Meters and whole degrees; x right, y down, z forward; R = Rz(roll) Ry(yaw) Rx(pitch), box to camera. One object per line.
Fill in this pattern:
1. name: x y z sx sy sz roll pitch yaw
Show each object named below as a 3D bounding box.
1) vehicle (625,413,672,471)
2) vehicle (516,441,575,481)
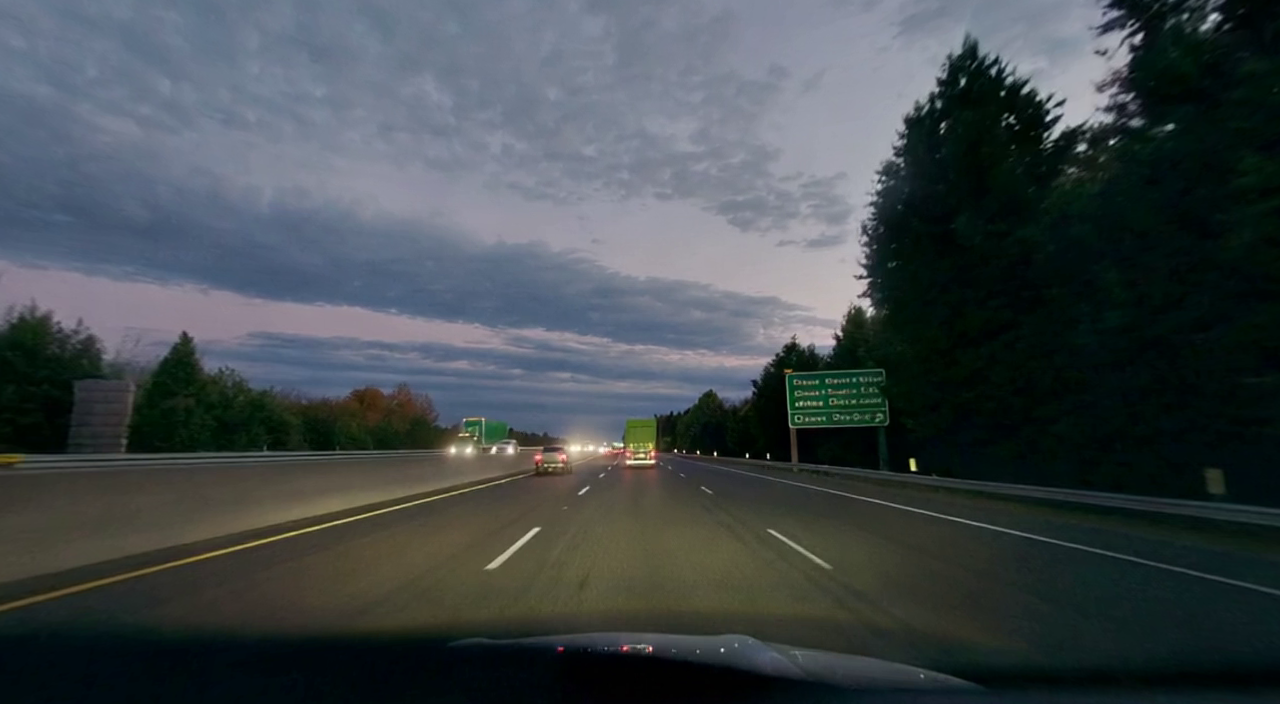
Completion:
1. vehicle: 0.420 6.286 43.718 2.893 3.628 9.081 0 -9 -1
2. vehicle: -4.201 4.916 28.626 2.079 1.656 3.965 0 -9 0
